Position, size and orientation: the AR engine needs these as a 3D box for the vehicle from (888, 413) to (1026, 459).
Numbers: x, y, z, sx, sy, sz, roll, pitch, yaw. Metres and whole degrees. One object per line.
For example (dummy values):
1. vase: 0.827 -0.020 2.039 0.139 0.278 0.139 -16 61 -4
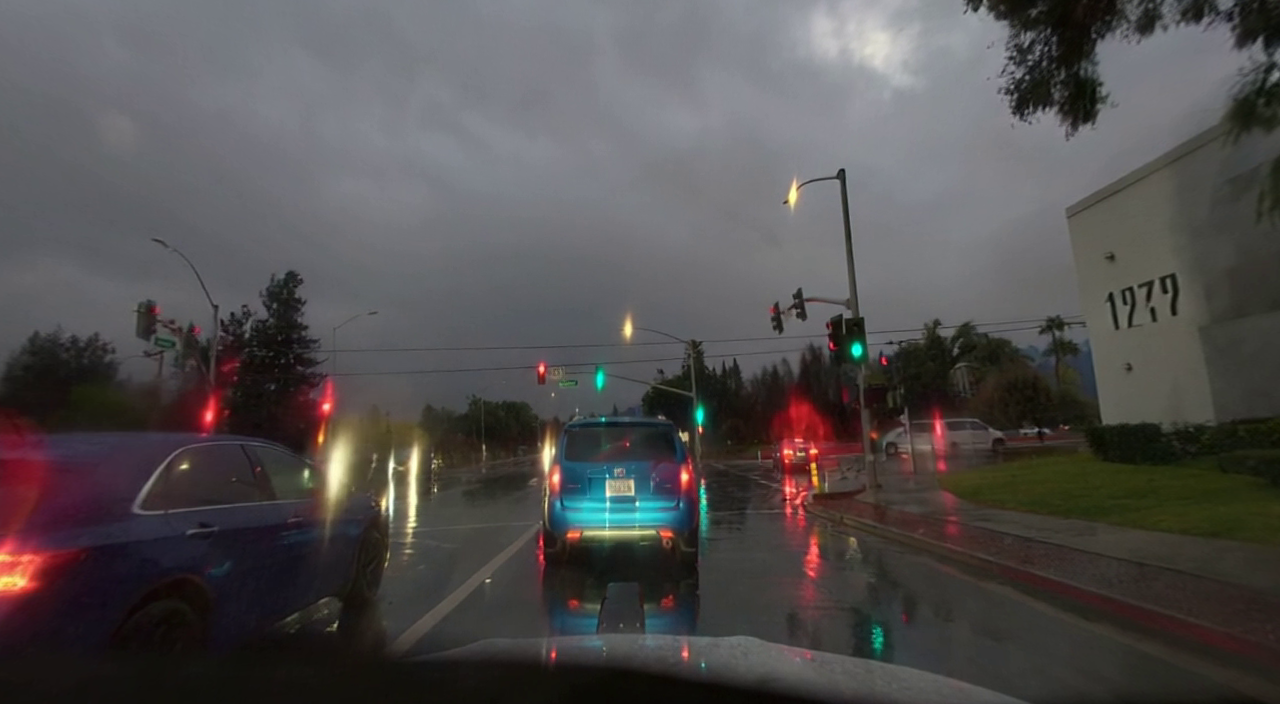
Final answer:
1. vehicle: 14.542 3.898 29.127 5.215 1.967 2.392 1 -9 -11

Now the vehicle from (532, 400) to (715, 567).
1. vehicle: -0.189 1.797 9.336 2.059 1.877 4.249 0 -8 0

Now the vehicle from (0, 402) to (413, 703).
1. vehicle: -3.376 1.261 4.551 2.011 1.527 4.008 0 -8 -1
